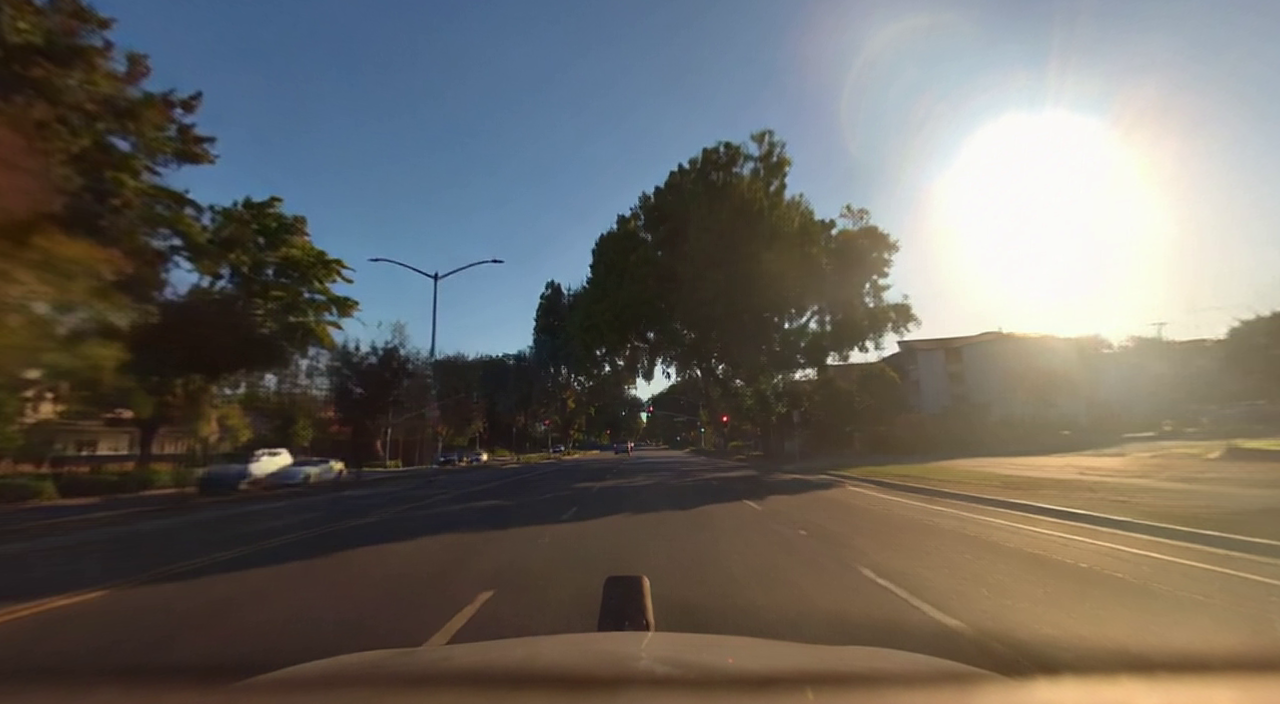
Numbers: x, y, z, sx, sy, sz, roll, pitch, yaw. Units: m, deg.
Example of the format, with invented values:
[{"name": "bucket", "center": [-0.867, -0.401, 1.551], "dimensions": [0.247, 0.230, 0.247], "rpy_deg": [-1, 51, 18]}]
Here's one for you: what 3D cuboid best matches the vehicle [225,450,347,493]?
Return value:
[{"name": "vehicle", "center": [-13.313, 4.487, 24.064], "dimensions": [1.954, 1.457, 4.516], "rpy_deg": [-1, -9, 1]}]
